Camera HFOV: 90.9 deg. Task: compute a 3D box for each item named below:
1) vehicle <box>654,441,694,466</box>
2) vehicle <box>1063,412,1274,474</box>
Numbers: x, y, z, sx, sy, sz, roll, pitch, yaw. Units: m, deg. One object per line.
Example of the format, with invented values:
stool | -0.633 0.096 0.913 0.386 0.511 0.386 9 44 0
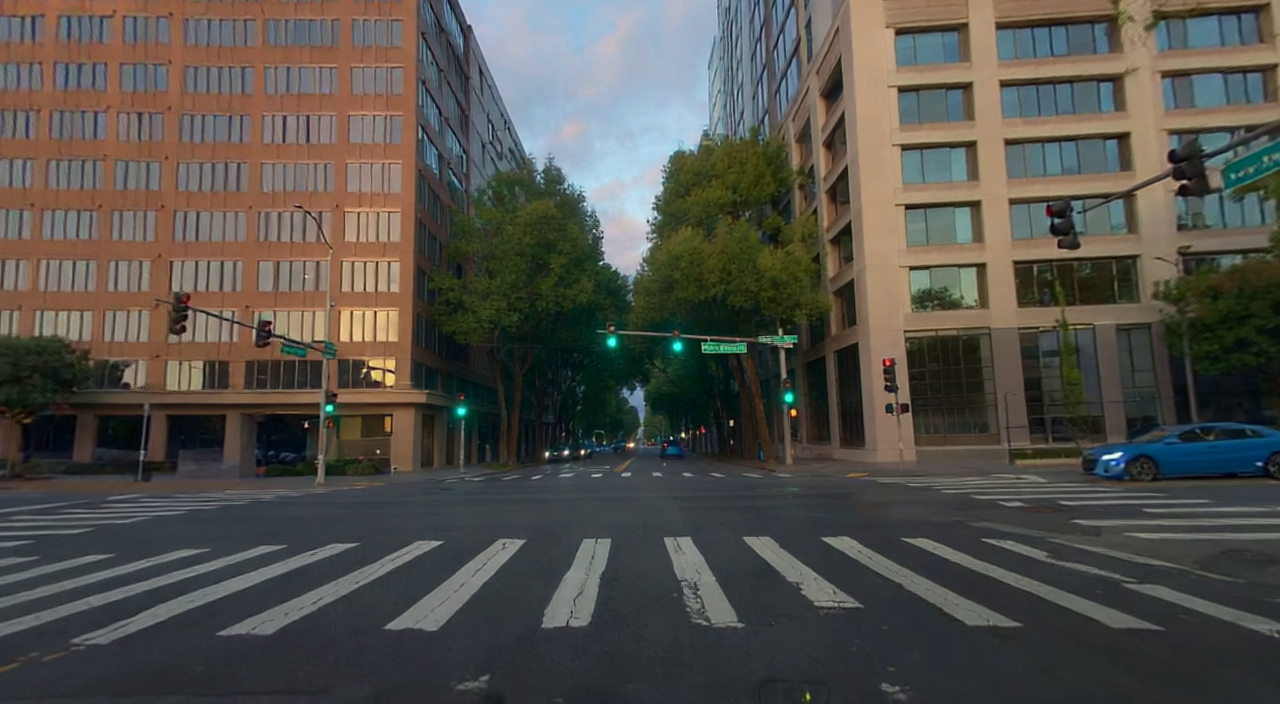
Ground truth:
vehicle | 2.086 6.419 40.074 2.039 1.470 4.355 0 -8 -4
vehicle | 16.904 2.944 20.404 4.802 1.860 2.146 0 -8 0
